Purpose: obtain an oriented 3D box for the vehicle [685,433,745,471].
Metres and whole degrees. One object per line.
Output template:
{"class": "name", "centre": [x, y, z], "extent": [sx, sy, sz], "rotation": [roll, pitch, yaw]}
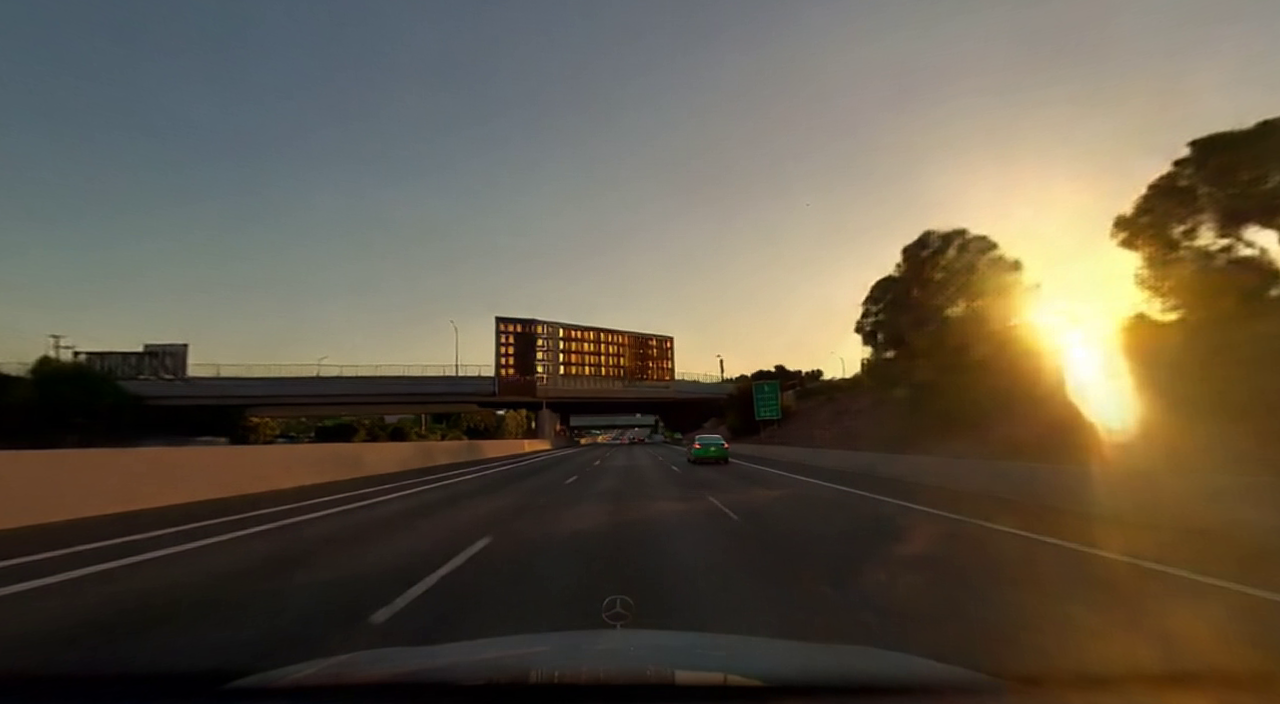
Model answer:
{"class": "vehicle", "centre": [3.074, 4.186, 26.643], "extent": [1.946, 1.481, 3.969], "rotation": [0, -8, -1]}
